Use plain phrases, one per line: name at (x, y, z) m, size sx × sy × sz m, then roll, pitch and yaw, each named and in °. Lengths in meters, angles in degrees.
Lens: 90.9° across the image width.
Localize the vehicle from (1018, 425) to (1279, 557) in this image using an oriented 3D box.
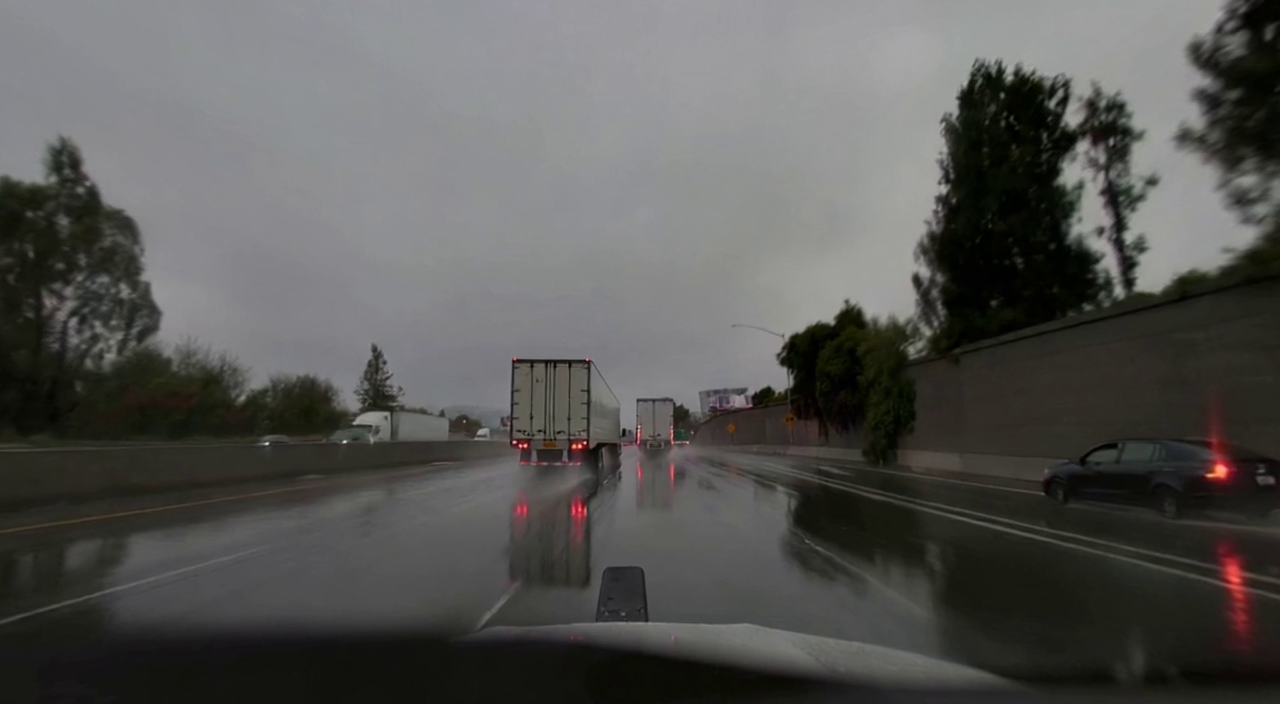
vehicle at (8.236, 1.969, 9.763) m, size 1.969 × 1.560 × 4.394 m, roll 0°, pitch -8°, yaw -1°

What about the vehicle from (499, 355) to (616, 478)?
vehicle at (-2.846, 2.860, 25.967) m, size 2.962 × 3.947 × 11.574 m, roll 0°, pitch -8°, yaw 1°

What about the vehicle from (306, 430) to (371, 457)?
vehicle at (-21.687, 6.594, 45.635) m, size 2.282 × 1.861 × 4.626 m, roll 0°, pitch -8°, yaw 2°

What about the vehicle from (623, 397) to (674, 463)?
vehicle at (0.601, 5.449, 43.458) m, size 3.054 × 3.944 × 11.230 m, roll 0°, pitch -8°, yaw 1°
